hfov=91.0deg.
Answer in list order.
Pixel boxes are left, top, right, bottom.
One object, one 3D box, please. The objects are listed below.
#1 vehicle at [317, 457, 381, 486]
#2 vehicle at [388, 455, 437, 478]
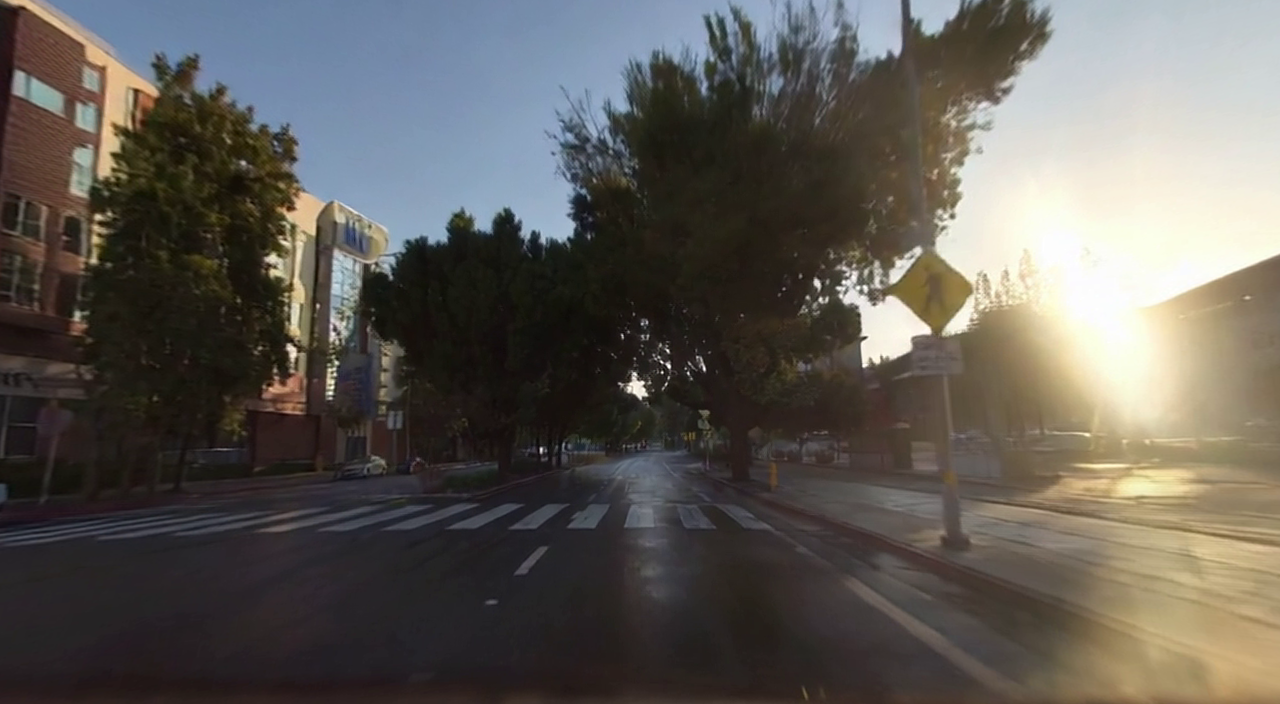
[{"bbox_3d":[-16.768,6.889,36.554,1.810,1.478,4.233,-3,-10,-2],"label":"vehicle"},{"bbox_3d":[-16.887,8.485,46.919,1.912,1.523,4.433,-3,-10,1],"label":"vehicle"}]
